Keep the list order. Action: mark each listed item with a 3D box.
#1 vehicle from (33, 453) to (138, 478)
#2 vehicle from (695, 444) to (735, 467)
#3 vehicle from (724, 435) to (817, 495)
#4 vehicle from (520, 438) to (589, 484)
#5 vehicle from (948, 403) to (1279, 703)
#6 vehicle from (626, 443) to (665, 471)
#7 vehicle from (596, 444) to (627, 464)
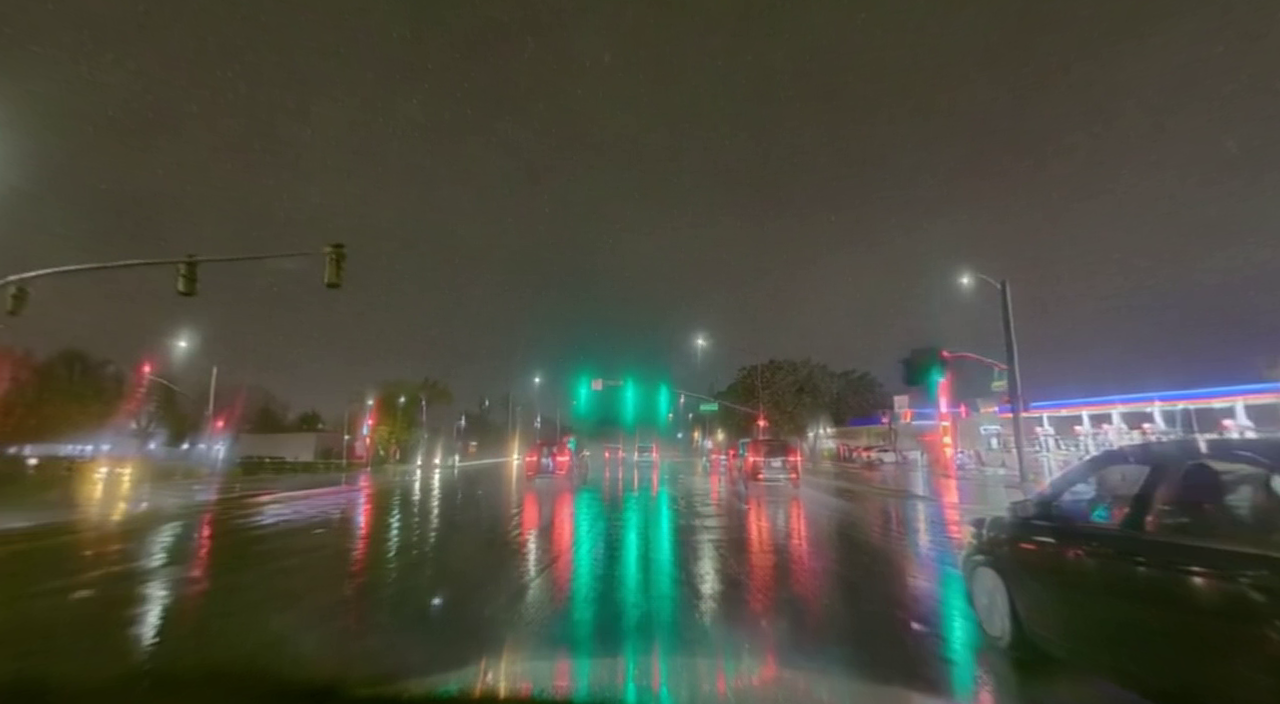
[{"bbox_3d":[-34.136,6.977,38.890,4.652,1.453,1.945,0,-8,1],"label":"vehicle"},{"bbox_3d":[5.017,6.996,42.808,2.174,1.462,4.400,0,-8,1],"label":"vehicle"},{"bbox_3d":[3.979,3.513,19.974,2.022,1.683,4.171,0,-8,-1],"label":"vehicle"},{"bbox_3d":[-3.223,4.195,24.516,2.023,1.607,4.086,0,-8,1],"label":"vehicle"},{"bbox_3d":[3.596,0.997,2.790,2.038,1.499,4.868,0,-8,1],"label":"vehicle"},{"bbox_3d":[0.286,5.915,35.875,2.104,1.477,4.591,0,-8,0],"label":"vehicle"},{"bbox_3d":[-2.149,7.975,49.270,2.192,1.463,4.211,0,-8,1],"label":"vehicle"}]
